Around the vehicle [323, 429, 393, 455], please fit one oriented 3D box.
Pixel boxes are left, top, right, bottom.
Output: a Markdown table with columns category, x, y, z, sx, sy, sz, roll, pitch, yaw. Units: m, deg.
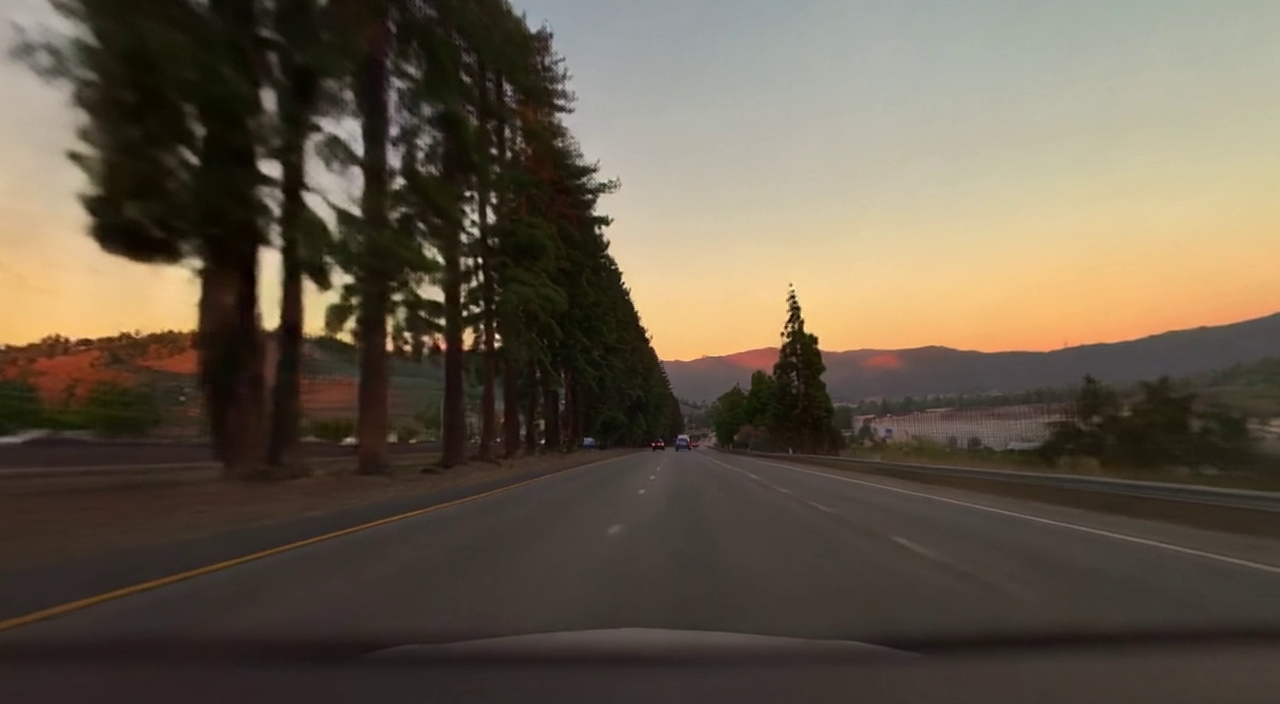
| category | x | y | z | sx | sy | sz | roll | pitch | yaw |
| --- | --- | --- | --- | --- | --- | --- | --- | --- | --- |
| vehicle | -20.857 | 6.709 | 46.995 | 2.197 | 1.750 | 5.738 | -1 | -8 | 5 |

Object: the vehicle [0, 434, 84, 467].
| category | x | y | z | sx | sy | sz | roll | pitch | yaw |
| --- | --- | --- | --- | --- | --- | --- | --- | --- | --- |
| vehicle | -29.786 | 4.734 | 30.387 | 1.760 | 1.466 | 4.396 | -1 | -8 | 4 |
